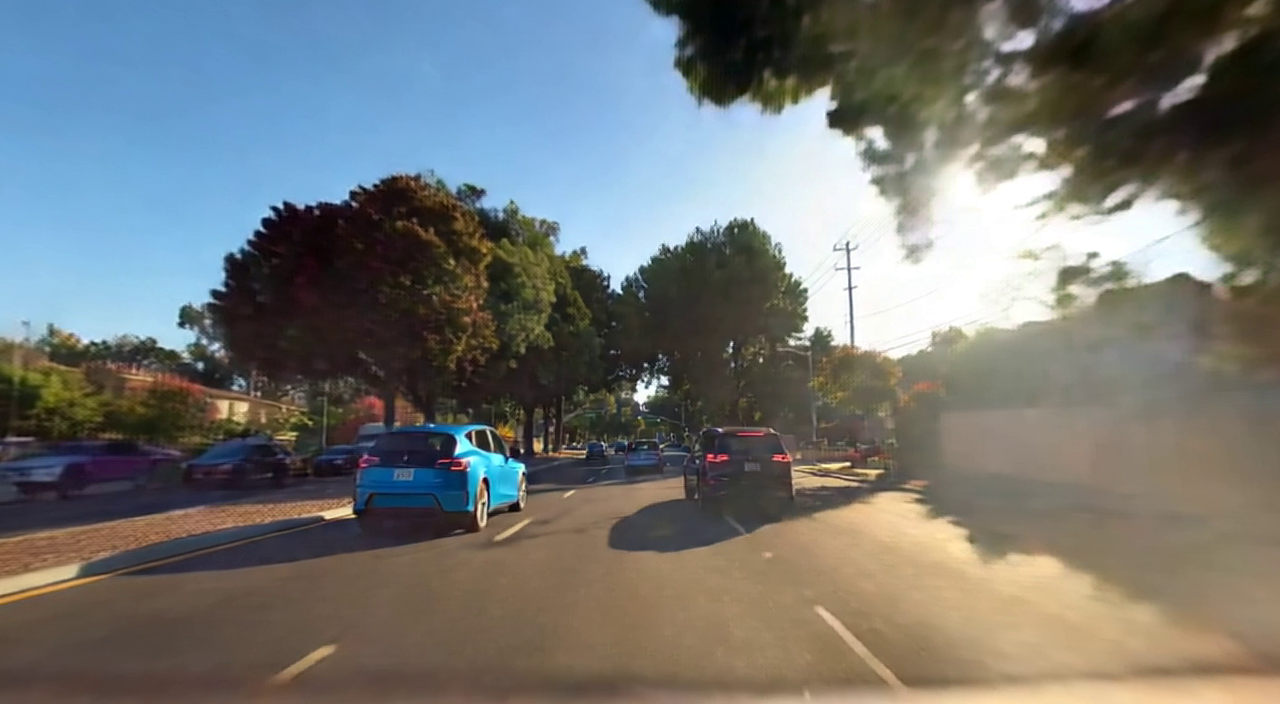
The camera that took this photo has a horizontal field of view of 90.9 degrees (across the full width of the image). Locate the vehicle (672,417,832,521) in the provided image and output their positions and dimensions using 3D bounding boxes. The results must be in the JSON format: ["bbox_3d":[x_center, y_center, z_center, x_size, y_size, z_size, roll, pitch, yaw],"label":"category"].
[{"bbox_3d":[2.028,2.324,13.024,2.280,1.747,4.361,1,-9,-3],"label":"vehicle"}]

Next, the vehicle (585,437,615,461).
[{"bbox_3d":[-3.068,7.583,49.447,2.014,1.755,4.360,0,-8,1],"label":"vehicle"}]

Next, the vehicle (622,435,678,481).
[{"bbox_3d":[0.345,3.945,23.756,1.922,1.579,3.642,0,-8,0],"label":"vehicle"}]

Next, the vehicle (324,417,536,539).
[{"bbox_3d":[-3.349,2.117,11.248,2.043,1.687,4.676,0,-8,2],"label":"vehicle"}]

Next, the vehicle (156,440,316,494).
[{"bbox_3d":[-12.393,3.536,19.777,1.833,1.469,4.650,0,-8,2],"label":"vehicle"}]

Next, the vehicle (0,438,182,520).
[{"bbox_3d":[-12.365,2.585,13.393,1.849,1.452,4.423,0,-8,1],"label":"vehicle"}]
